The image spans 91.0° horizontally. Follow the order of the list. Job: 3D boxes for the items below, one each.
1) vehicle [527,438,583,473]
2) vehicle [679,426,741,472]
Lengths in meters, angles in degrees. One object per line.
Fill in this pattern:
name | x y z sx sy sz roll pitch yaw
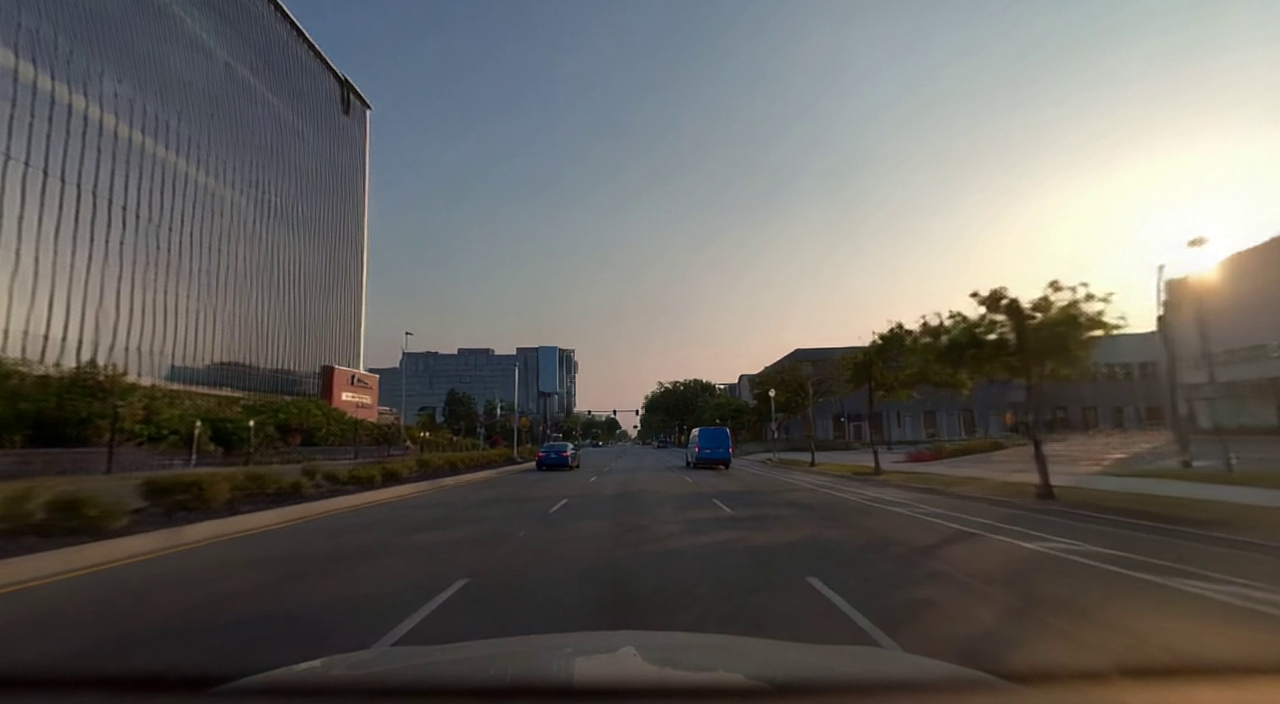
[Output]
vehicle | -3.737 4.632 28.442 1.864 1.464 4.195 0 -8 1
vehicle | 3.167 4.530 29.522 2.200 1.914 5.145 0 -8 -1
